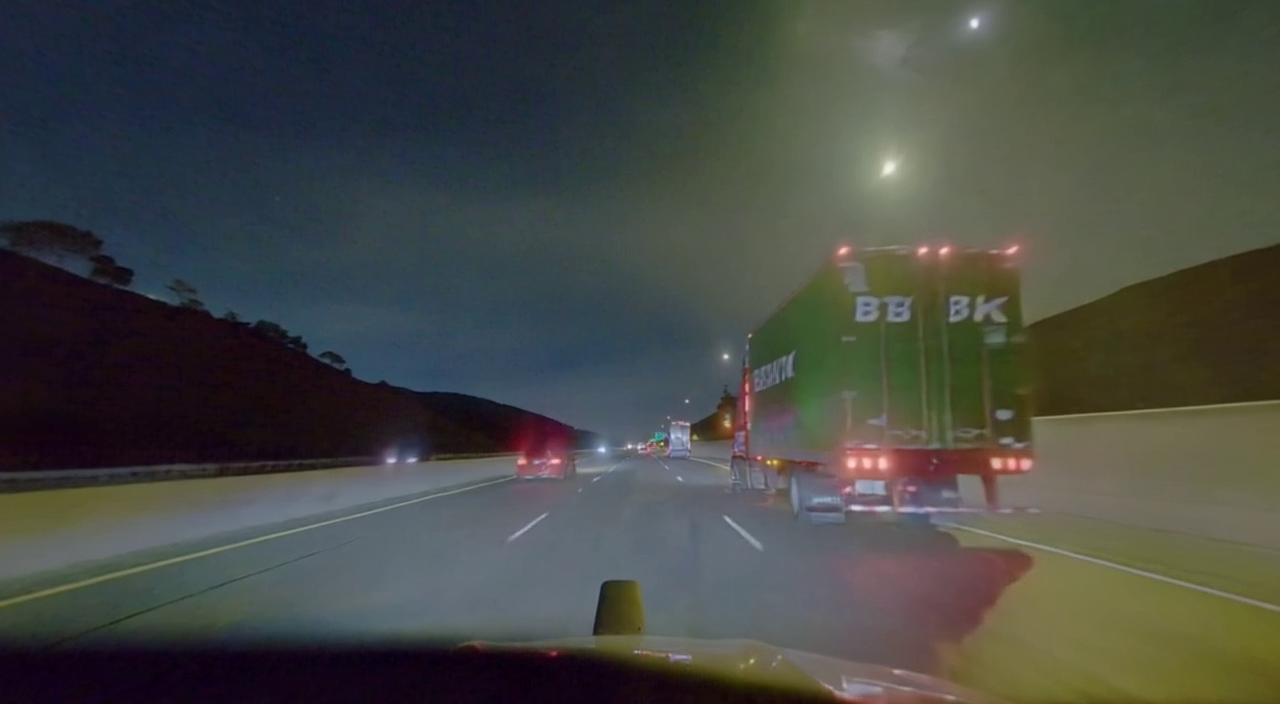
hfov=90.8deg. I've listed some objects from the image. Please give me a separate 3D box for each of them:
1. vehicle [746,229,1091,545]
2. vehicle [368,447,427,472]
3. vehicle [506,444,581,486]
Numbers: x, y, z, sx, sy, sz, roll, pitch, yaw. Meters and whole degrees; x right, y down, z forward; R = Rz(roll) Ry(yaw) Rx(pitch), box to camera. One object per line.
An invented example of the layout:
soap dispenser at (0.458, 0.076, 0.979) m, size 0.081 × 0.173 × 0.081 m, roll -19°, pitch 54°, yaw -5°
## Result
vehicle at (3.978, 0.855, 11.134) m, size 2.999 × 4.023 × 6.337 m, roll 0°, pitch -9°, yaw -1°
vehicle at (-15.395, 6.838, 40.299) m, size 1.971 × 1.497 × 4.426 m, roll 0°, pitch -9°, yaw 0°
vehicle at (-3.663, 4.428, 25.047) m, size 2.060 × 1.475 × 5.314 m, roll 0°, pitch -9°, yaw 1°
